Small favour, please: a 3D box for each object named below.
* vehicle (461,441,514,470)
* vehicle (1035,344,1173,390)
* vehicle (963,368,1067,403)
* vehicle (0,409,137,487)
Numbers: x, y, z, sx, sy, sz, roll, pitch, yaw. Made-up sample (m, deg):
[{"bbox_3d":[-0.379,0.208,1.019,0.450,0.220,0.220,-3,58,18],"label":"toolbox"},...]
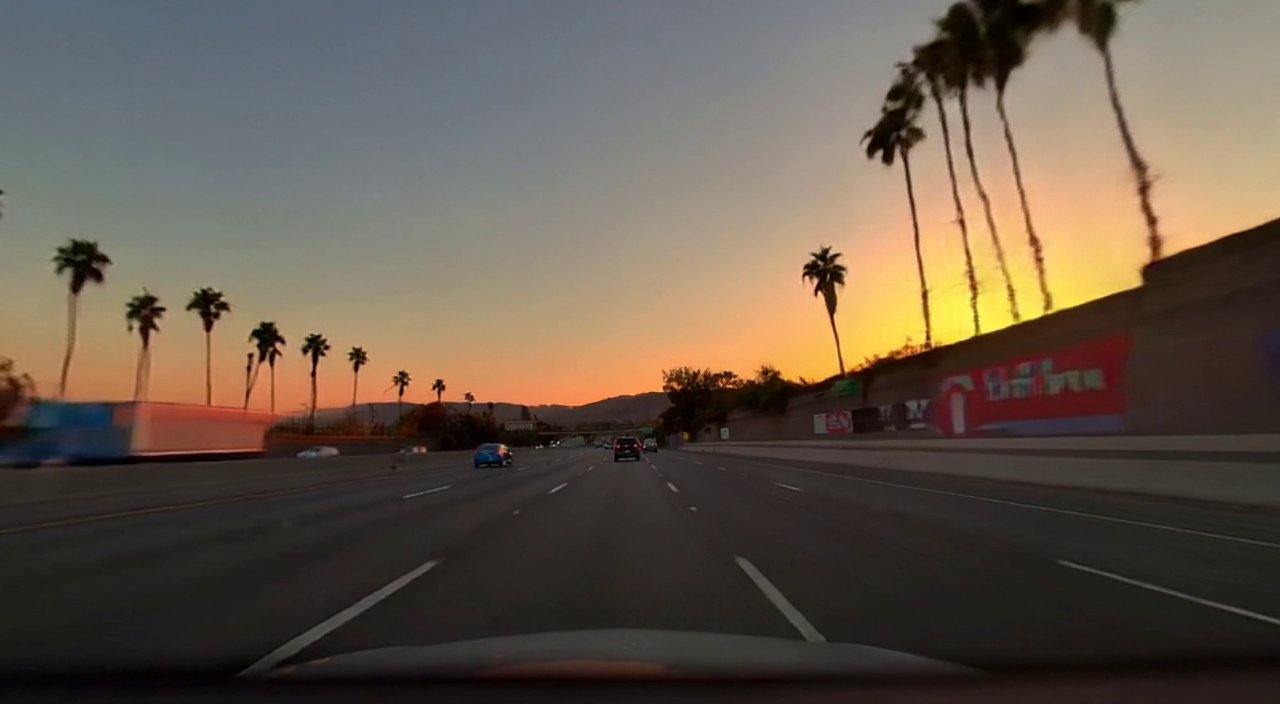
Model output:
[{"bbox_3d":[-8.668,5.921,36.304,1.971,1.552,4.465,0,-9,-1],"label":"vehicle"},{"bbox_3d":[17.040,0.589,23.343,3.587,1.458,1.870,0,-8,1],"label":"vehicle"},{"bbox_3d":[16.788,1.518,28.408,3.548,1.362,1.745,-1,-9,1],"label":"vehicle"},{"bbox_3d":[-25.923,4.147,27.446,2.722,2.976,6.441,0,-9,-1],"label":"vehicle"}]
